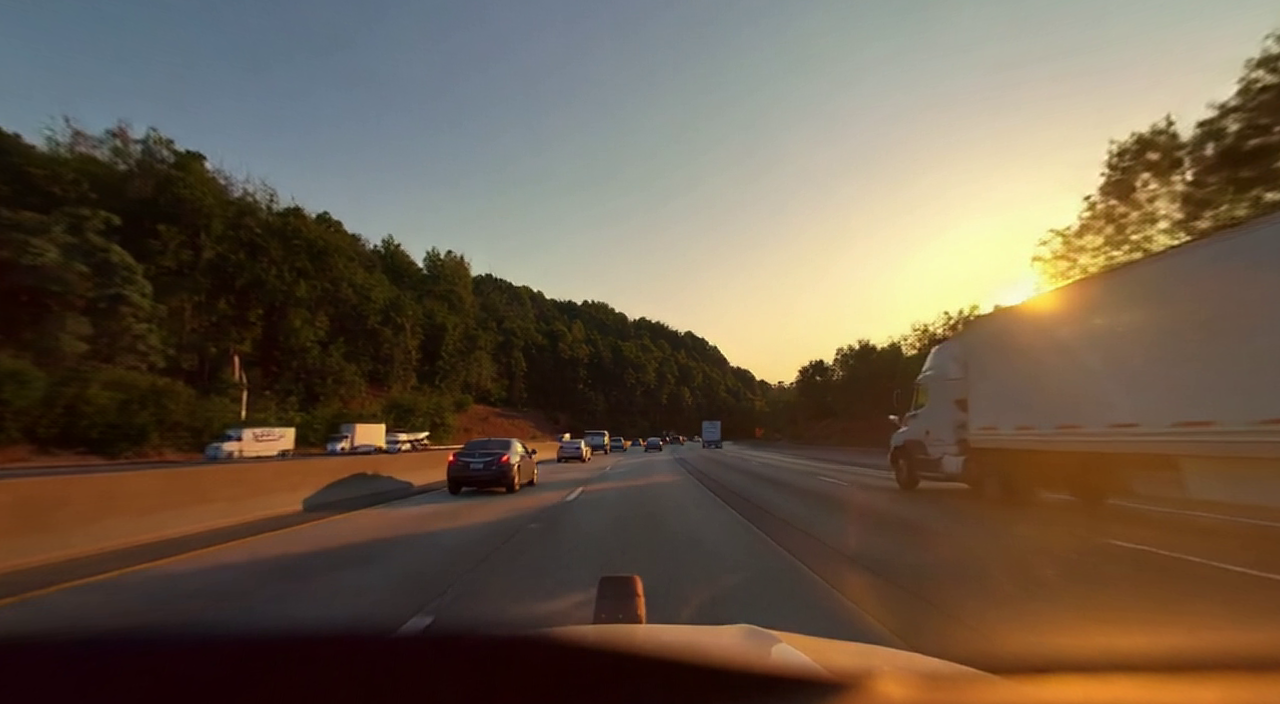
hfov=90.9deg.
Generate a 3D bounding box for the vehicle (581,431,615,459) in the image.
[{"bbox_3d":[-2.926,6.596,44.901,2.064,1.826,4.263,0,-8,1],"label":"vehicle"}]

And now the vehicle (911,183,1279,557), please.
[{"bbox_3d":[8.467,0.443,8.800,2.866,4.100,14.057,0,-8,-1],"label":"vehicle"}]

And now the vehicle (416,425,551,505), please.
[{"bbox_3d":[-3.502,2.591,15.046,2.137,1.618,4.209,0,-8,0],"label":"vehicle"}]

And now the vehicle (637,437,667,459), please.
[{"bbox_3d":[0.819,6.743,44.671,2.004,1.465,3.842,0,-8,0],"label":"vehicle"}]

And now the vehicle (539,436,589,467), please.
[{"bbox_3d":[-3.809,5.047,32.331,2.013,1.460,4.027,0,-8,1],"label":"vehicle"}]
